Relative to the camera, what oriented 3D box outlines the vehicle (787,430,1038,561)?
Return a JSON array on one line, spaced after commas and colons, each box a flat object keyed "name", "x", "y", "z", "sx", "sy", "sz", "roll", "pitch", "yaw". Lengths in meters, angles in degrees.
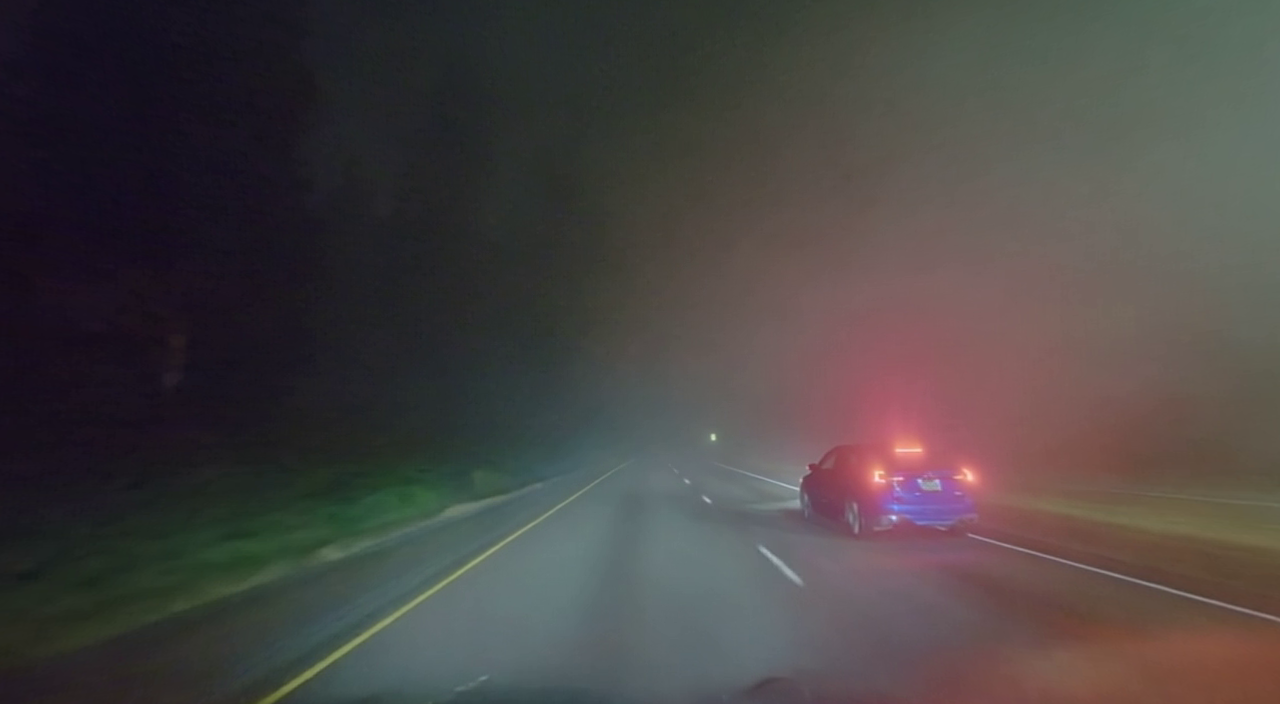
[{"name": "vehicle", "x": 3.695, "y": 1.999, "z": 9.521, "sx": 1.997, "sy": 1.515, "sz": 4.025, "roll": 0, "pitch": -8, "yaw": 0}]
